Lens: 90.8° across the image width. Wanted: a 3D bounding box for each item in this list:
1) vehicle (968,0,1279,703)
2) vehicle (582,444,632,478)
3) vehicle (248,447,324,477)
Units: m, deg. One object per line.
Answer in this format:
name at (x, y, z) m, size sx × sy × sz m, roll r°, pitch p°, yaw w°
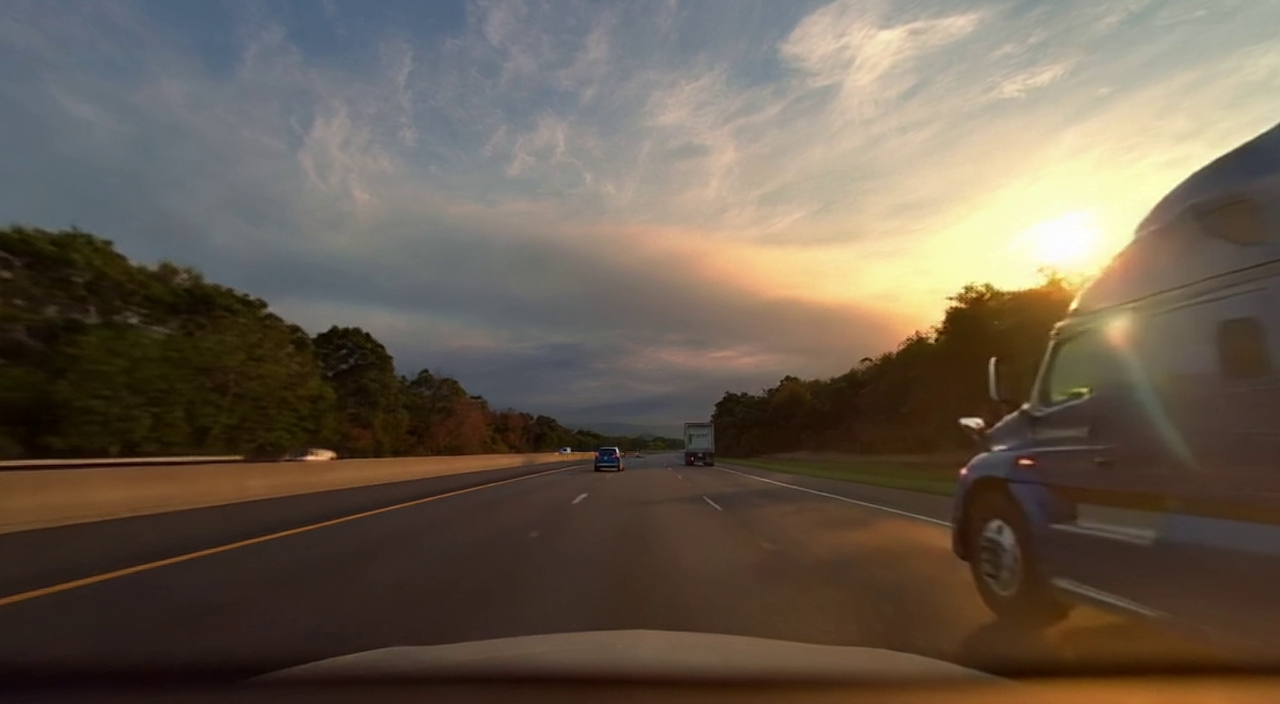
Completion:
vehicle at (4.162, -0.312, 1.769) m, size 3.014 × 3.921 × 6.052 m, roll 0°, pitch -9°, yaw -1°
vehicle at (-1.659, 5.792, 33.618) m, size 2.297 × 1.683 × 4.385 m, roll 0°, pitch -9°, yaw 2°
vehicle at (-21.174, 6.585, 37.957) m, size 2.143 × 1.649 × 4.057 m, roll 0°, pitch -9°, yaw 0°
